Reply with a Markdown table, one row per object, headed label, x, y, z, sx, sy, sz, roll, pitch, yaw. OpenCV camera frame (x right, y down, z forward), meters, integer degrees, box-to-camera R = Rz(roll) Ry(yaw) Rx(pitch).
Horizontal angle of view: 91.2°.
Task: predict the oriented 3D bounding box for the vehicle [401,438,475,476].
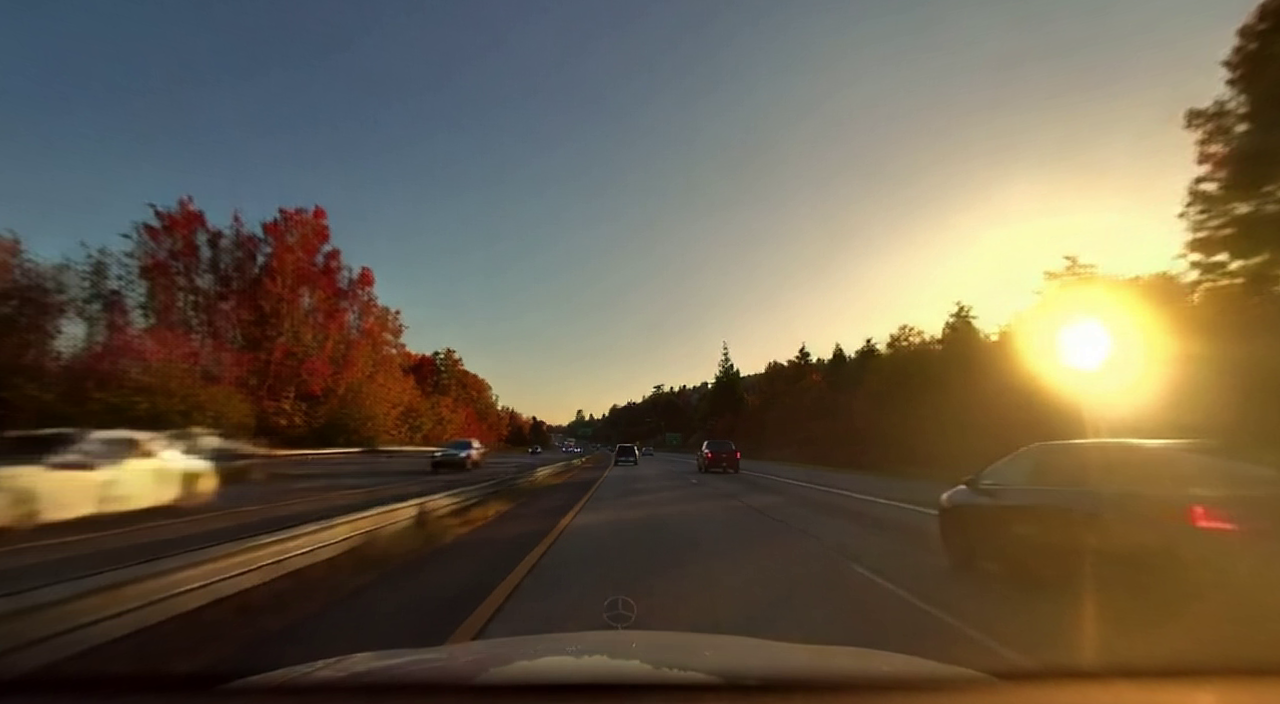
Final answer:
| label | x | y | z | sx | sy | sz | roll | pitch | yaw |
| --- | --- | --- | --- | --- | --- | --- | --- | --- | --- |
| vehicle | -8.686 | 4.565 | 27.325 | 1.938 | 1.501 | 3.908 | -1 | -9 | 0 |

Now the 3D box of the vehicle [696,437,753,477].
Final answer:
| label | x | y | z | sx | sy | sz | roll | pitch | yaw |
| --- | --- | --- | --- | --- | --- | --- | --- | --- | --- |
| vehicle | 3.881 | 4.913 | 29.528 | 1.982 | 1.745 | 4.151 | 0 | -9 | -1 |

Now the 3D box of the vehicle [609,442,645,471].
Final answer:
| label | x | y | z | sx | sy | sz | roll | pitch | yaw |
| --- | --- | --- | --- | --- | --- | --- | --- | --- | --- |
| vehicle | -0.810 | 6.675 | 40.150 | 2.151 | 1.693 | 4.201 | 0 | -9 | -1 |

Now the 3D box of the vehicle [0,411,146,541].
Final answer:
| label | x | y | z | sx | sy | sz | roll | pitch | yaw |
| --- | --- | --- | --- | --- | --- | --- | --- | --- | --- |
| vehicle | -8.314 | 1.463 | 7.366 | 1.840 | 1.487 | 3.872 | 0 | -9 | 0 |

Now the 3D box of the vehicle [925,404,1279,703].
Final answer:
| label | x | y | z | sx | sy | sz | roll | pitch | yaw |
| --- | --- | --- | --- | --- | --- | --- | --- | --- | --- |
| vehicle | 4.116 | 1.281 | 4.808 | 1.968 | 1.513 | 3.911 | 0 | -9 | 0 |
